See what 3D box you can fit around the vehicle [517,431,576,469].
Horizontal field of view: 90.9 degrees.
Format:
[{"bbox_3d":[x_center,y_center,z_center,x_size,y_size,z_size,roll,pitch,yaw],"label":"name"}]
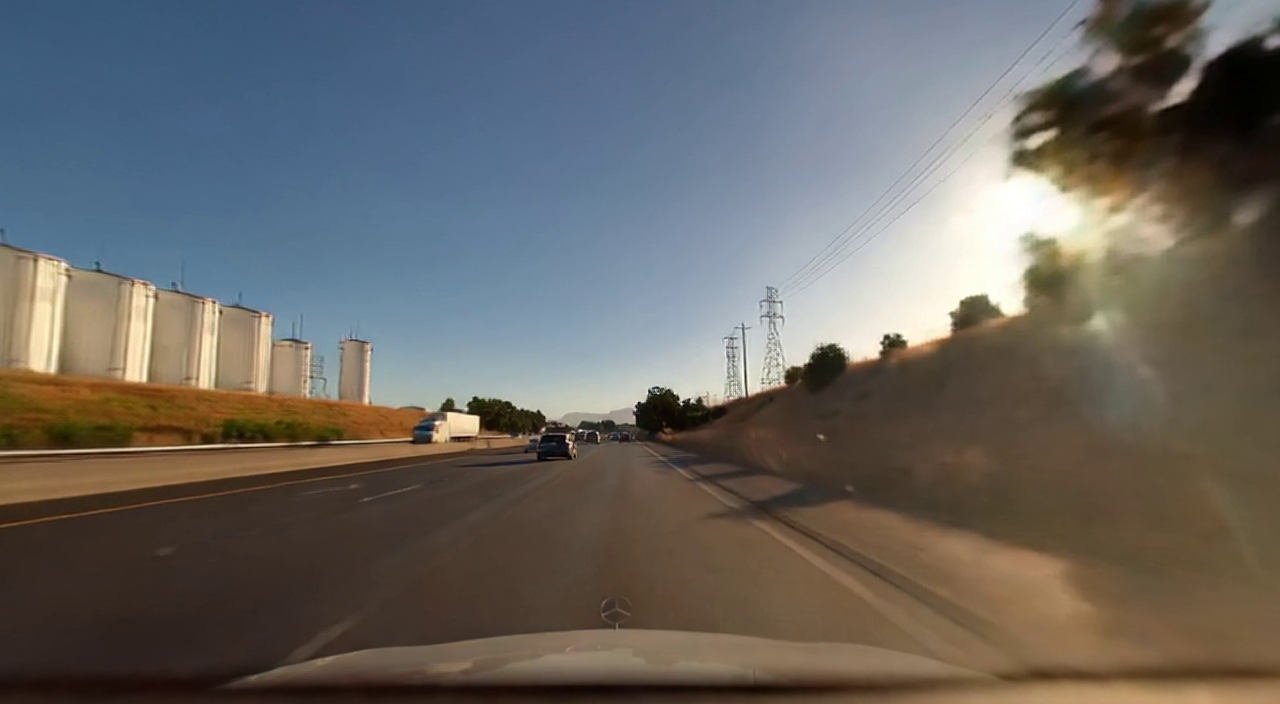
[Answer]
[{"bbox_3d":[-3.875,4.118,26.701,1.952,1.462,3.969,0,-8,-1],"label":"vehicle"}]
